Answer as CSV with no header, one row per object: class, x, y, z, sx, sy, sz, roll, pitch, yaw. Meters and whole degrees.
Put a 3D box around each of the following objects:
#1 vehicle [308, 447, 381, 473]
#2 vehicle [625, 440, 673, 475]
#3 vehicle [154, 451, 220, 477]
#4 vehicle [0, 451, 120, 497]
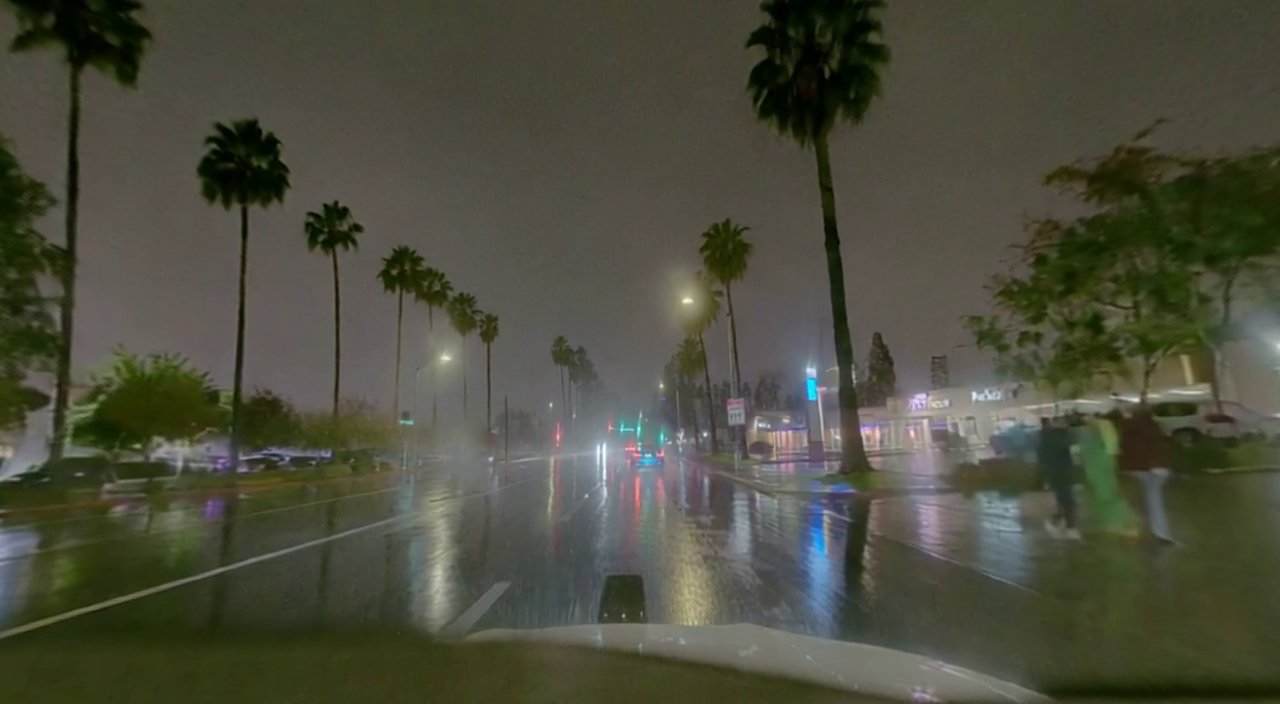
vehicle,-22.869,8.320,48.688,4.672,1.665,1.957,-3,-7,-2
vehicle,0.388,4.995,29.830,2.144,1.514,4.063,0,-9,-1
vehicle,-35.250,8.684,48.845,4.727,1.857,2.136,-5,-10,28
vehicle,-28.607,5.911,30.784,2.047,1.814,4.831,-4,-7,0
